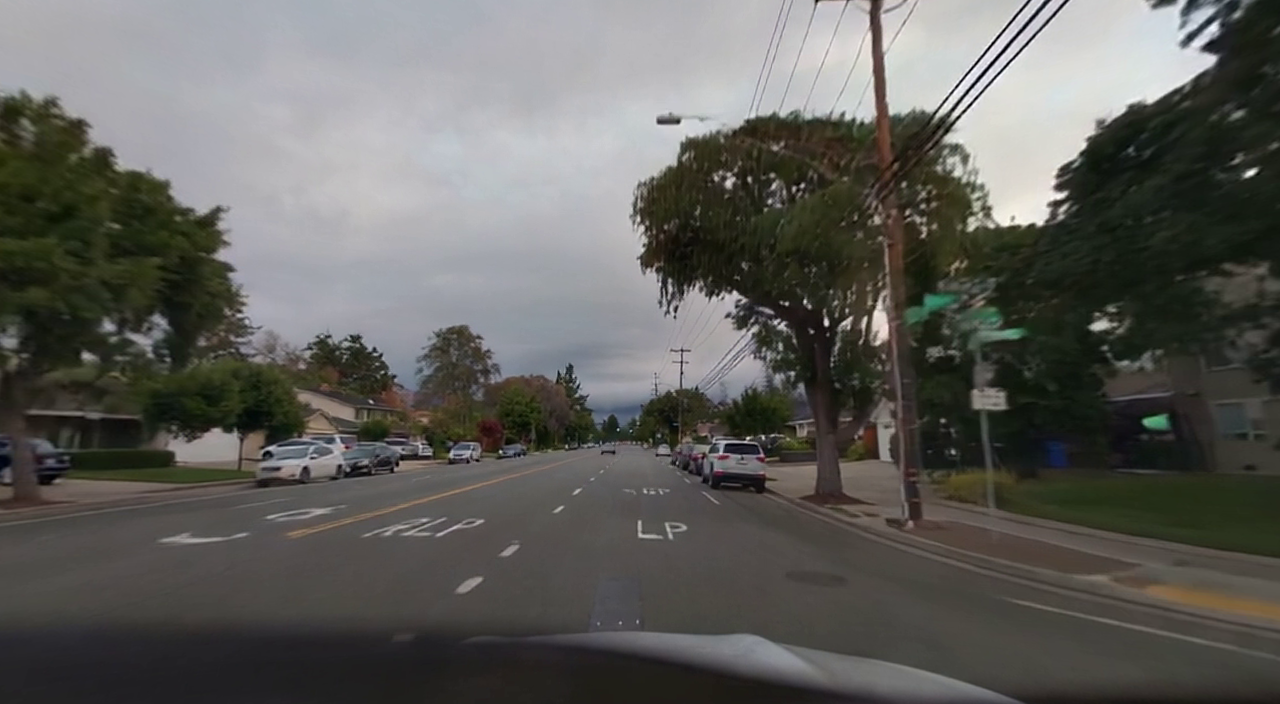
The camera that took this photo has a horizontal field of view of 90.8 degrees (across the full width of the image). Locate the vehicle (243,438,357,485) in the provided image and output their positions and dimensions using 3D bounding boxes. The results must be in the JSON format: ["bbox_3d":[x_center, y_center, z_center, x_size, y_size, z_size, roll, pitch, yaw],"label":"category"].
[{"bbox_3d":[-14.059,4.558,26.550,1.913,1.745,4.992,0,-9,1],"label":"vehicle"}]

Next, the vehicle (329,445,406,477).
[{"bbox_3d":[-14.011,5.598,32.815,1.887,1.490,4.656,1,-9,0],"label":"vehicle"}]

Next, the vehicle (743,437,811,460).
[{"bbox_3d":[10.746,7.666,49.912,4.818,1.605,2.049,-1,-9,-2],"label":"vehicle"}]

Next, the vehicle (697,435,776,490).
[{"bbox_3d":[3.348,3.950,22.837,2.045,1.746,4.564,1,-9,-1],"label":"vehicle"}]
